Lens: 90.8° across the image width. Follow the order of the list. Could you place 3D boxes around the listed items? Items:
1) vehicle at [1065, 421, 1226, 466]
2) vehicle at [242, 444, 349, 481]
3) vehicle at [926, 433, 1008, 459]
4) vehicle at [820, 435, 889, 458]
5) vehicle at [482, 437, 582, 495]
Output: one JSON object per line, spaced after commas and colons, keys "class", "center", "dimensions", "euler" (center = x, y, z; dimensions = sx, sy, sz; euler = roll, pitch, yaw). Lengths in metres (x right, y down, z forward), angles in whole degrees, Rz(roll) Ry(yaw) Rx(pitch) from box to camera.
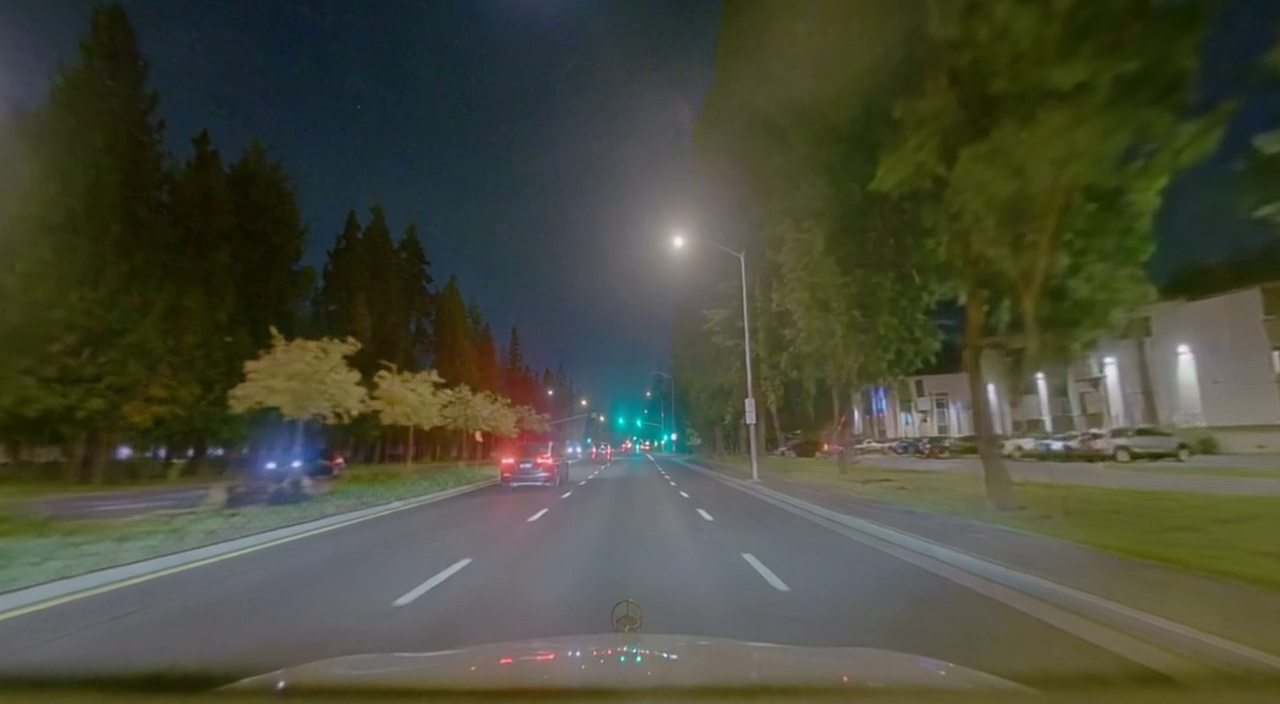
{"class": "vehicle", "center": [19.368, 3.562, 24.359], "dimensions": [4.465, 1.587, 2.178], "euler": [0, -11, -7]}
{"class": "vehicle", "center": [-14.692, 4.716, 27.308], "dimensions": [2.114, 1.429, 4.532], "euler": [0, -8, 0]}
{"class": "vehicle", "center": [18.208, 5.241, 35.251], "dimensions": [3.731, 1.430, 1.640], "euler": [1, -9, -11]}
{"class": "vehicle", "center": [16.590, 7.317, 48.883], "dimensions": [4.564, 1.663, 2.033], "euler": [1, -9, -9]}
{"class": "vehicle", "center": [-3.058, 3.344, 19.010], "dimensions": [2.011, 1.498, 4.914], "euler": [0, -8, 2]}
